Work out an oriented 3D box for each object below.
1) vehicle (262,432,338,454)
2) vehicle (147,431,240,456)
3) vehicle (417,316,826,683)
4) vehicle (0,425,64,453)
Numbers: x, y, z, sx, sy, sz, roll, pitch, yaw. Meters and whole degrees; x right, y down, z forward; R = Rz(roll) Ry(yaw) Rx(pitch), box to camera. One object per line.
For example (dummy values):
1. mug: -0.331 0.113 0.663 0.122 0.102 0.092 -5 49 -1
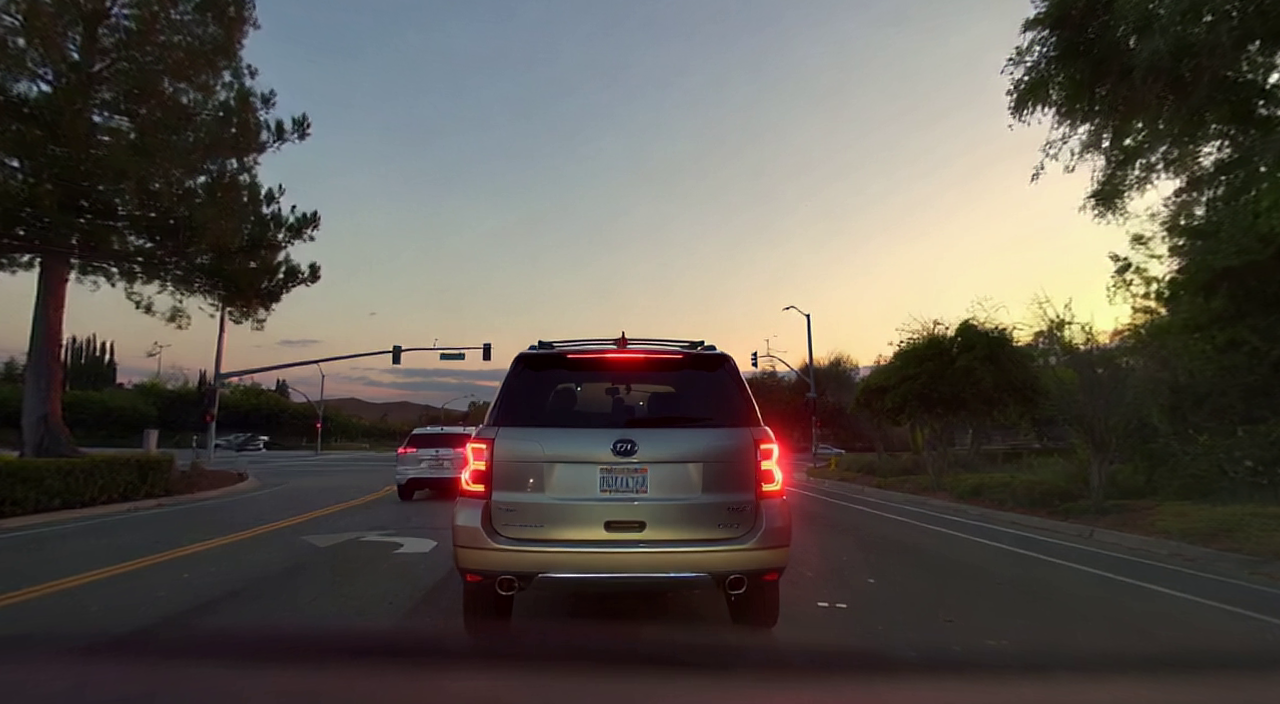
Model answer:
1. vehicle: -25.954 6.961 48.317 4.576 1.632 1.960 1 -9 -8
2. vehicle: -28.734 5.922 40.768 4.435 1.574 1.816 1 -9 -9
3. vehicle: -0.247 1.162 6.019 2.333 2.087 4.586 1 -8 -4
4. vehicle: -38.228 5.338 38.689 3.926 1.536 1.731 -1 -9 -7
